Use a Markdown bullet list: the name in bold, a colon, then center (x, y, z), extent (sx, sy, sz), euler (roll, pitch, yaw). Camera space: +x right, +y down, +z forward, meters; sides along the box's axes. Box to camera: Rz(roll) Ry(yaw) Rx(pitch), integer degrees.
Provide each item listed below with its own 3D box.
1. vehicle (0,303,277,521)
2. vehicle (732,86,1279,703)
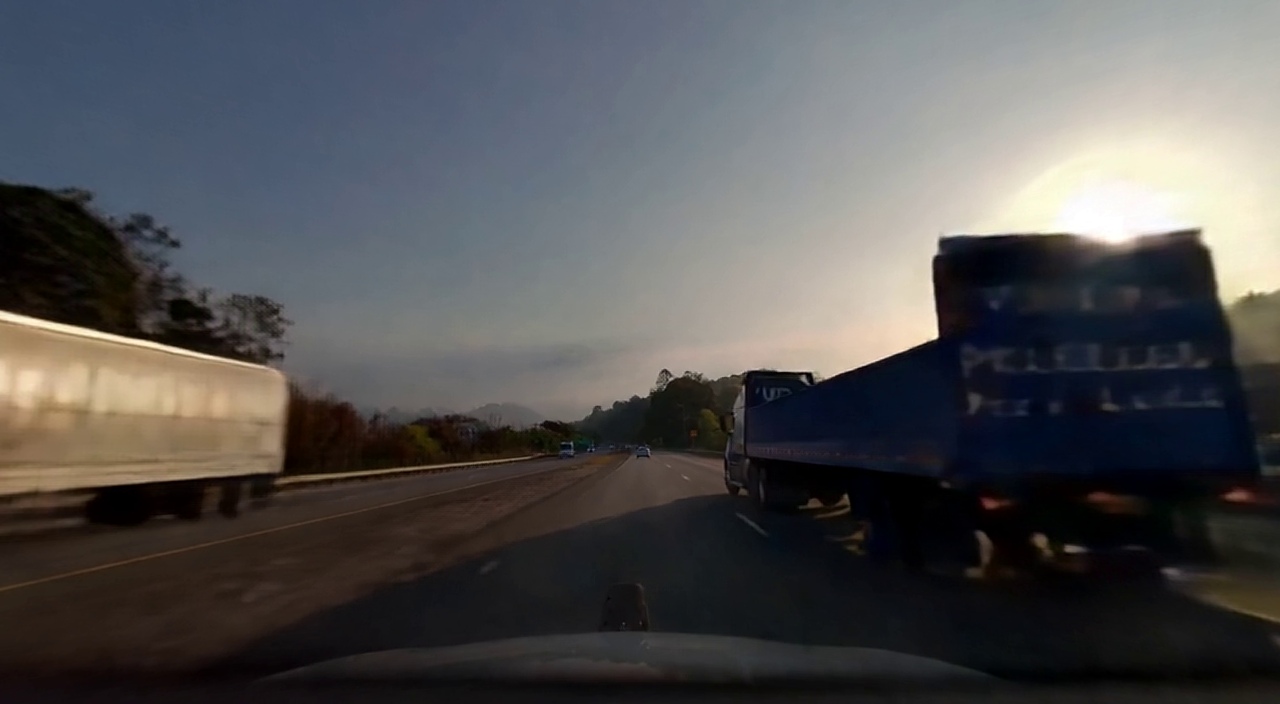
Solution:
- **vehicle**: center (-13.129, 1.474, 13.832), extent (3.302, 3.833, 12.408), euler (0, -9, -2)
- **vehicle**: center (4.044, 1.098, 10.364), extent (3.341, 4.269, 12.252), euler (0, -9, 1)
